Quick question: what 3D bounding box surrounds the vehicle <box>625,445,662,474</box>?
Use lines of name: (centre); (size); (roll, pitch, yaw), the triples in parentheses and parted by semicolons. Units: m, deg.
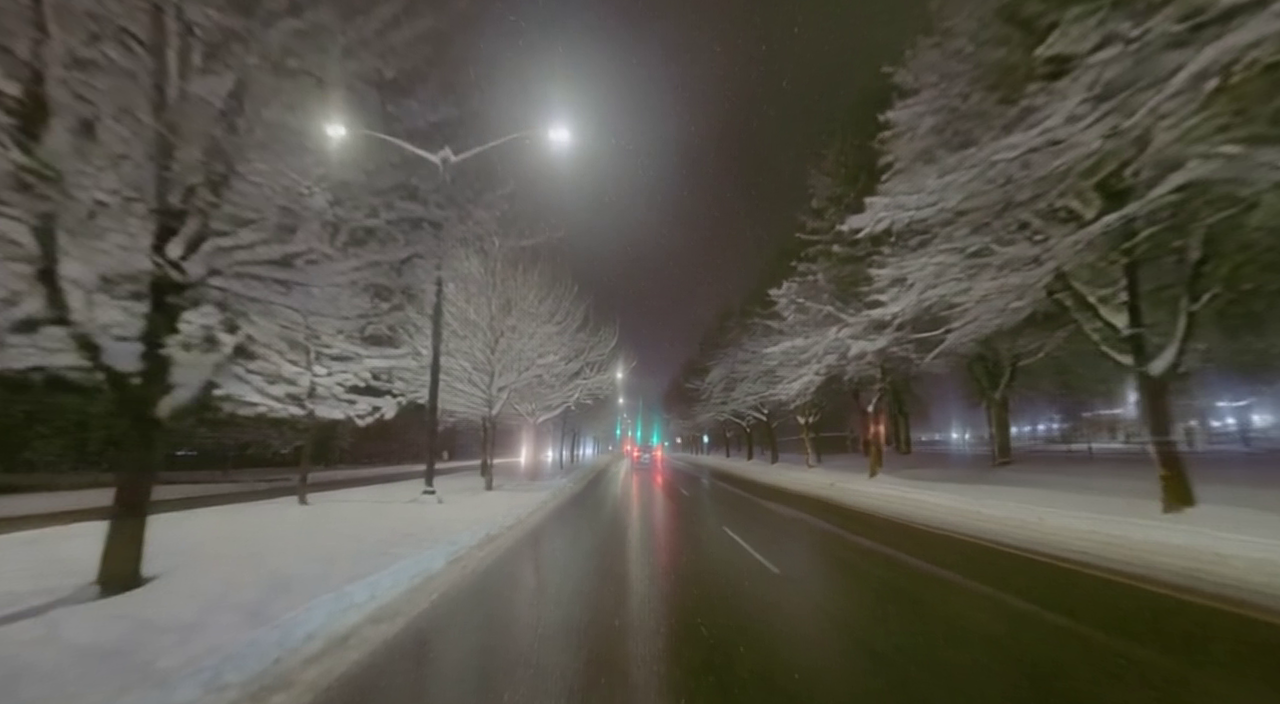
vehicle: (0.151, 6.377, 37.597); (2.048, 1.584, 4.393); (1, -9, -1)
